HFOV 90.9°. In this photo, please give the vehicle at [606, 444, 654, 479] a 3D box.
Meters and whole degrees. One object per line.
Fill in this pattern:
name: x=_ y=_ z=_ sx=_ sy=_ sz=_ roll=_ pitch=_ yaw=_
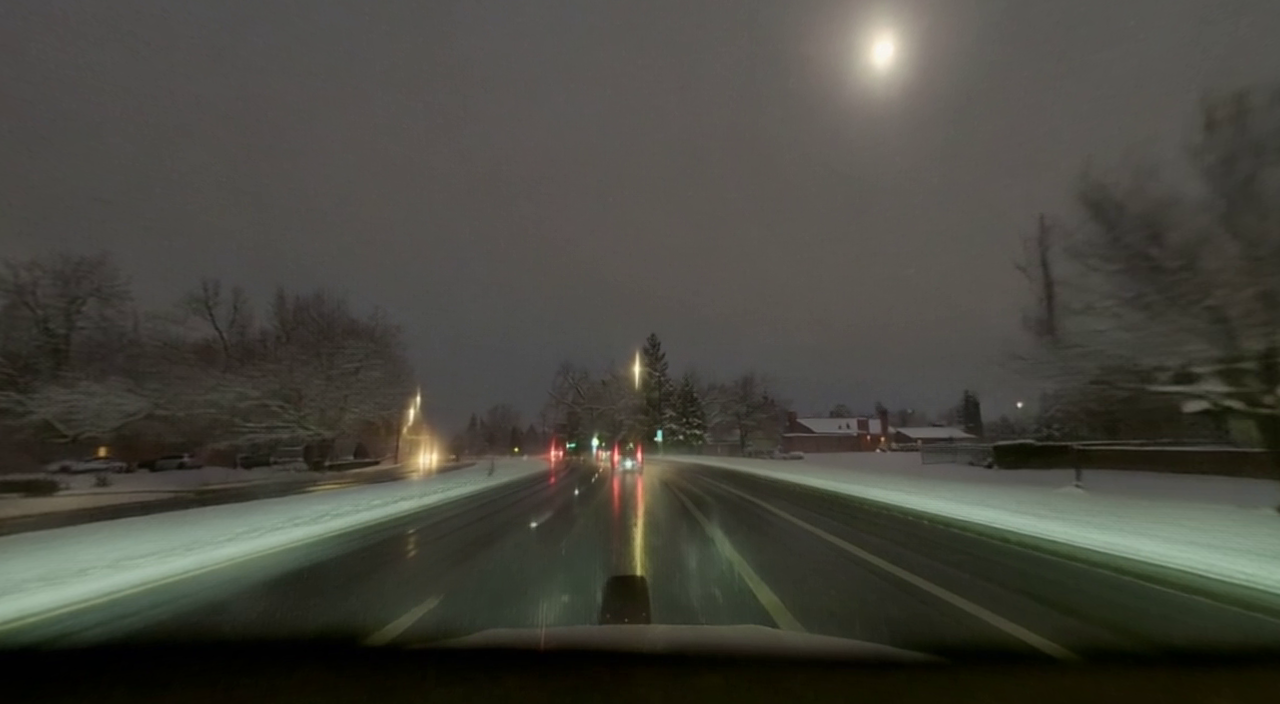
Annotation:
vehicle: x=-0.519 y=4.935 z=28.767 sx=2.009 sy=1.456 sz=4.003 roll=0 pitch=-8 yaw=-3
